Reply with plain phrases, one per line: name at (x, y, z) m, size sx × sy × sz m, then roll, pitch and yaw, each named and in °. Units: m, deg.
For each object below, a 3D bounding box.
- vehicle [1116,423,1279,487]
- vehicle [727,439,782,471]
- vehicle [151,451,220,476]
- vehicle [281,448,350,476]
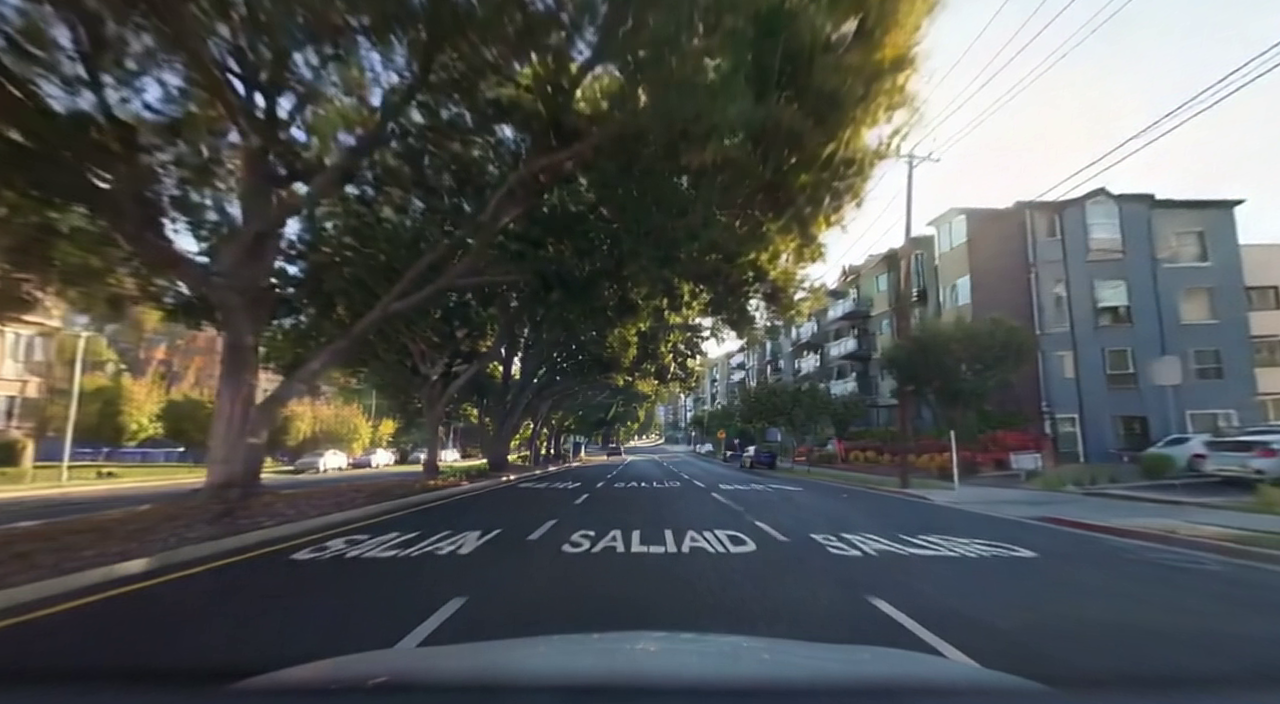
vehicle at (17.577, 3.138, 19.495) m, size 1.960 × 1.725 × 4.616 m, roll 0°, pitch -8°, yaw -2°
vehicle at (7.542, 6.838, 42.127) m, size 2.747 × 1.938 × 4.708 m, roll 0°, pitch -8°, yaw -1°
vehicle at (-31.245, 7.662, 43.523) m, size 1.799 × 1.597 × 3.904 m, roll 0°, pitch -8°, yaw 0°
vehicle at (-22.326, 7.539, 43.607) m, size 2.323 × 1.754 × 4.425 m, roll 0°, pitch -8°, yaw 0°
